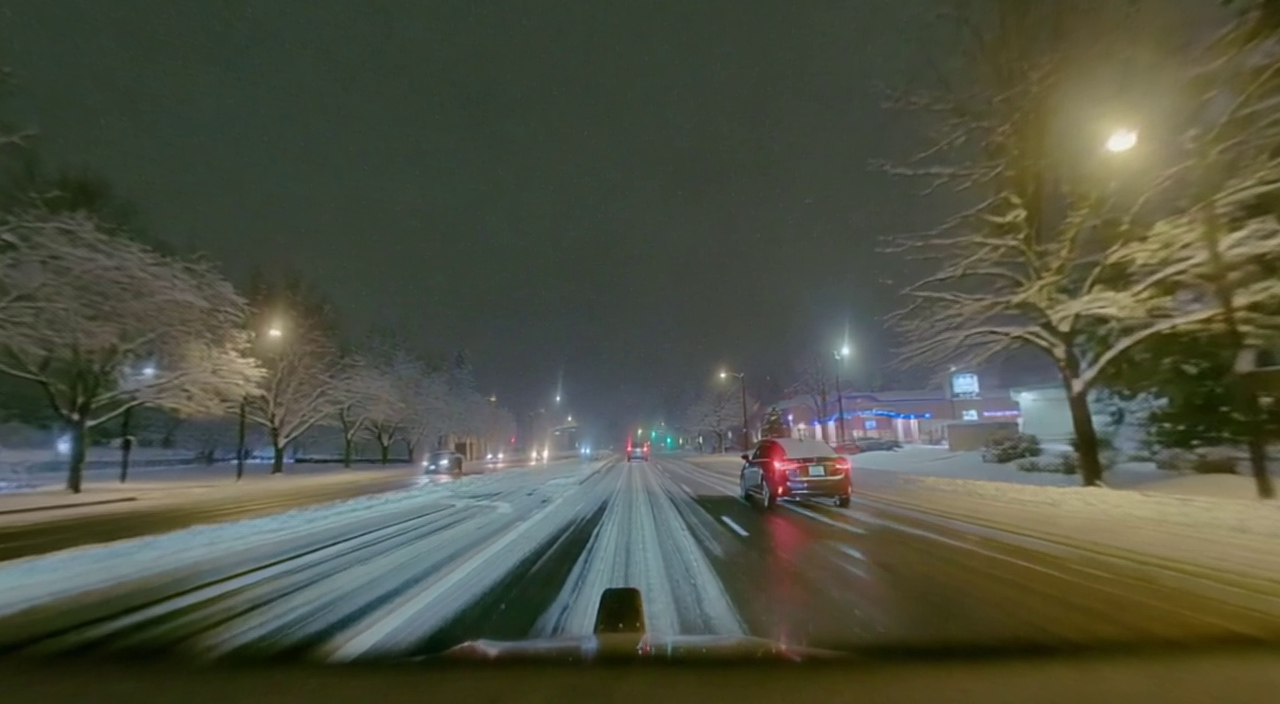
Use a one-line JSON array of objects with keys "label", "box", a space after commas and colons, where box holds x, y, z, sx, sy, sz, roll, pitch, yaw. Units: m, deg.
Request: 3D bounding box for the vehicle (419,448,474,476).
[{"label": "vehicle", "box": [-12.481, 7.111, 41.094, 2.044, 1.631, 4.777, 0, -8, 0]}]

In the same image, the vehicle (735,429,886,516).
[{"label": "vehicle", "box": [3.578, 2.624, 14.313, 1.995, 1.616, 4.729, 0, -8, -1]}]
